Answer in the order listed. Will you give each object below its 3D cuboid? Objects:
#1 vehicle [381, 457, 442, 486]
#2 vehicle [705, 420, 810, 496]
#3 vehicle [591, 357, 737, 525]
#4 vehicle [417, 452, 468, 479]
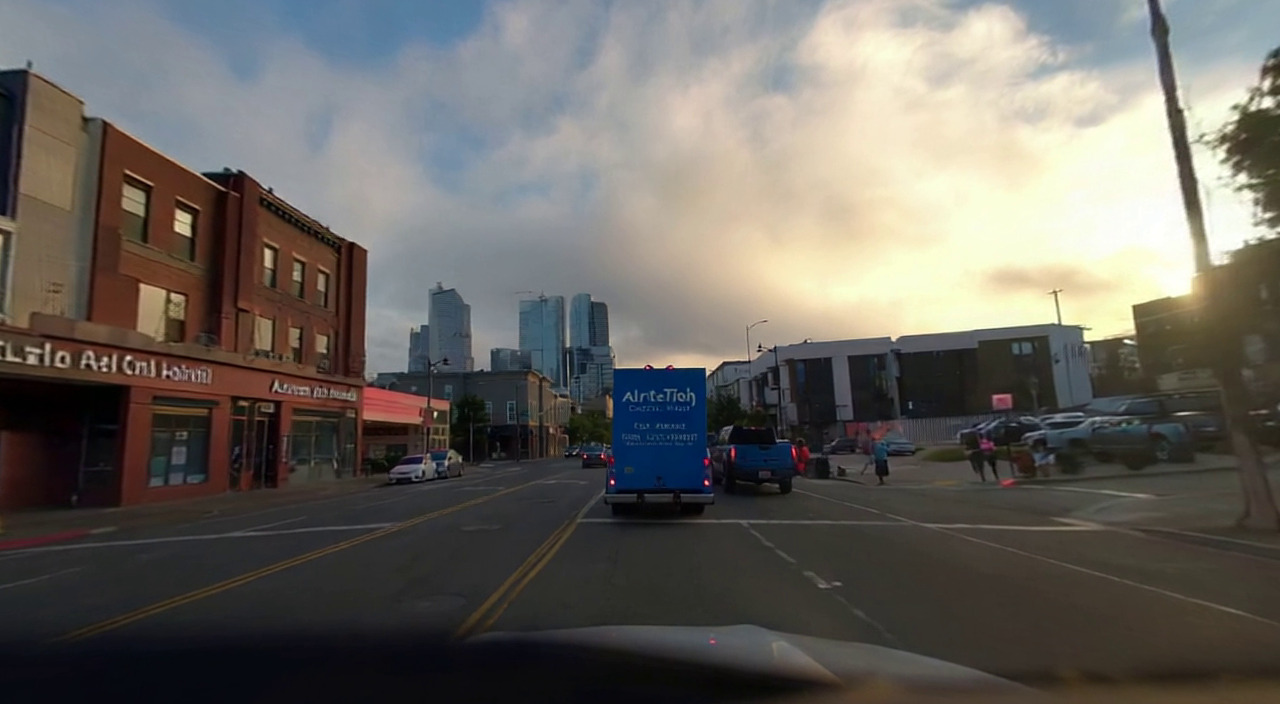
[{"bbox_3d":[-13.203,6.906,36.559,1.901,1.508,4.405,0,-9,0],"label":"vehicle"},{"bbox_3d":[3.478,3.289,19.857,2.346,2.062,5.236,0,-9,1],"label":"vehicle"},{"bbox_3d":[0.304,1.999,14.130,2.517,2.926,6.177,0,-9,-2],"label":"vehicle"},{"bbox_3d":[-13.041,7.503,41.789,1.943,1.682,4.365,0,-9,0],"label":"vehicle"}]
